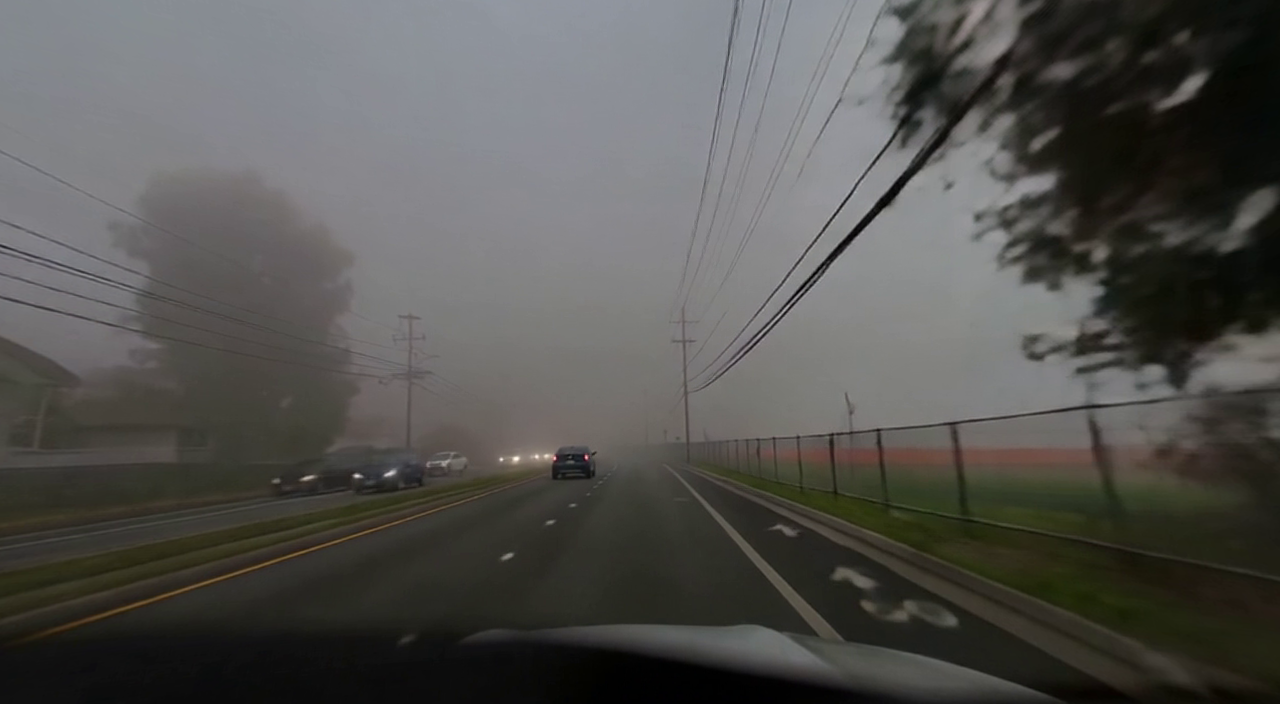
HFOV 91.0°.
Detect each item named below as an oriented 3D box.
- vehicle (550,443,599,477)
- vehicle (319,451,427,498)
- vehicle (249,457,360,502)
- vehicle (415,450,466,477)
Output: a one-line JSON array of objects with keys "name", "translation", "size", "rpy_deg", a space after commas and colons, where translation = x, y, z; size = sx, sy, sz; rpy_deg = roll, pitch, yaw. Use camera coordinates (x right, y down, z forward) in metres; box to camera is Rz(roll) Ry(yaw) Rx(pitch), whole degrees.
[{"name": "vehicle", "translation": [-3.161, 5.319, 31.303], "size": [1.992, 1.515, 4.289], "rpy_deg": [0, -9, 0]}, {"name": "vehicle", "translation": [-9.644, 4.433, 23.189], "size": [2.007, 1.520, 4.466], "rpy_deg": [0, -9, 0]}, {"name": "vehicle", "translation": [-13.033, 4.931, 24.807], "size": [1.923, 1.512, 4.468], "rpy_deg": [0, -9, 0]}, {"name": "vehicle", "translation": [-13.309, 7.460, 42.315], "size": [1.942, 1.660, 4.595], "rpy_deg": [0, -9, -1]}]
